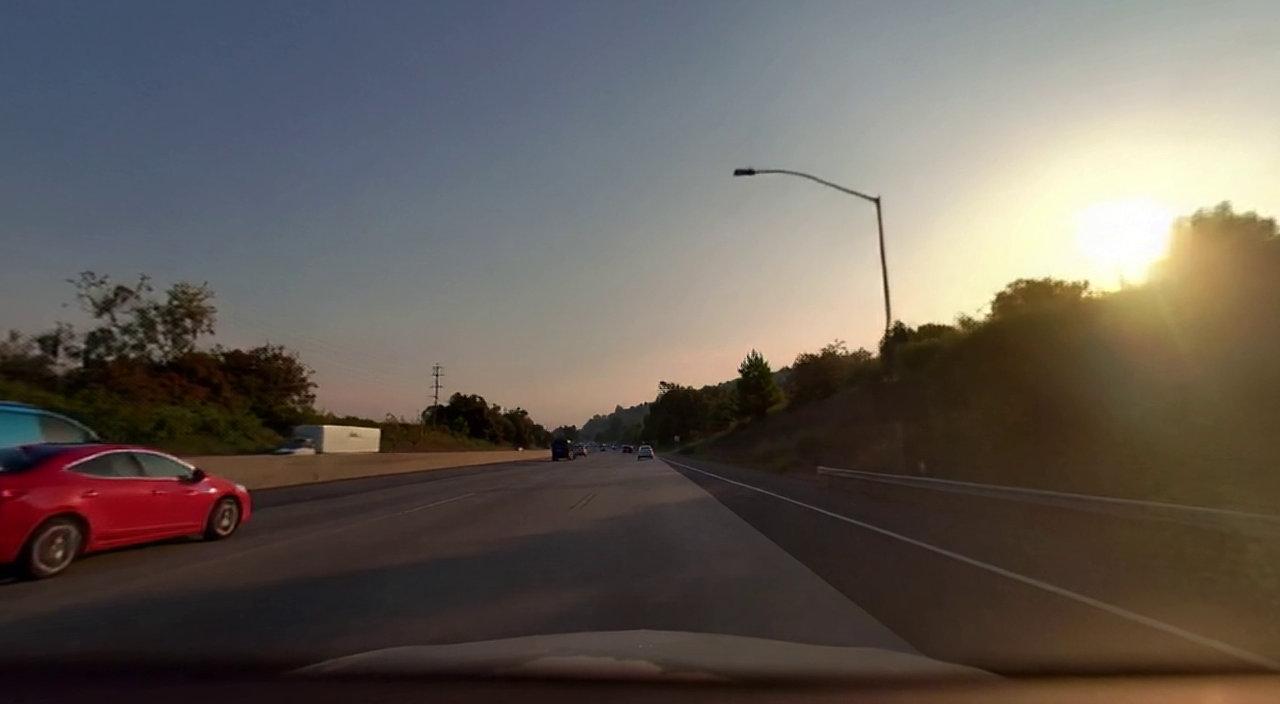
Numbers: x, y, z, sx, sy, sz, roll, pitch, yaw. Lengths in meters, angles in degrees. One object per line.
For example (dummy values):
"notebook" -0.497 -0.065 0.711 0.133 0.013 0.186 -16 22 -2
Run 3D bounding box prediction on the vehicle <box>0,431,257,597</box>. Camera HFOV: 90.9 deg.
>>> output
"vehicle" -6.758 1.662 7.025 1.981 1.486 4.735 0 -8 0
